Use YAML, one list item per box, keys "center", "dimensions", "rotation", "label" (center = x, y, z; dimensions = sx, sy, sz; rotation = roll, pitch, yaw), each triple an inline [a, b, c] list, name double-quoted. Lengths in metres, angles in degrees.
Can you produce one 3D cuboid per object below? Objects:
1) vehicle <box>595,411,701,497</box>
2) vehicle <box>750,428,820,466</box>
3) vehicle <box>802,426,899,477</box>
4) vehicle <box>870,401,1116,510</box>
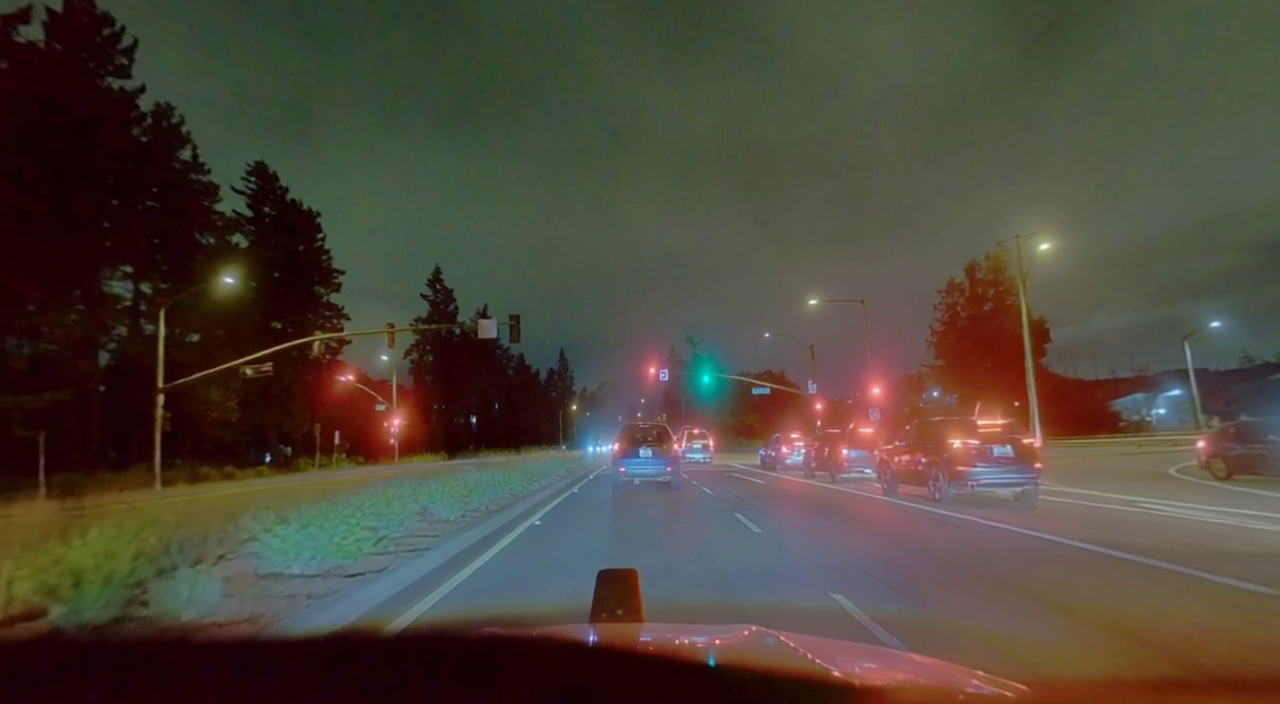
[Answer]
- center: [0.166, 2.570, 16.157]
  dimensions: [2.353, 1.894, 4.122]
  rotation: [0, -9, 0]
  label: "vehicle"
- center: [7.377, 4.919, 32.803]
  dimensions: [2.440, 1.775, 4.791]
  rotation: [0, -9, -1]
  label: "vehicle"
- center: [7.360, 3.540, 22.587]
  dimensions: [2.025, 1.642, 4.189]
  rotation: [0, -9, 0]
  label: "vehicle"
- center: [7.126, 2.202, 13.728]
  dimensions: [2.251, 1.873, 5.346]
  rotation: [0, -9, 0]
  label: "vehicle"
